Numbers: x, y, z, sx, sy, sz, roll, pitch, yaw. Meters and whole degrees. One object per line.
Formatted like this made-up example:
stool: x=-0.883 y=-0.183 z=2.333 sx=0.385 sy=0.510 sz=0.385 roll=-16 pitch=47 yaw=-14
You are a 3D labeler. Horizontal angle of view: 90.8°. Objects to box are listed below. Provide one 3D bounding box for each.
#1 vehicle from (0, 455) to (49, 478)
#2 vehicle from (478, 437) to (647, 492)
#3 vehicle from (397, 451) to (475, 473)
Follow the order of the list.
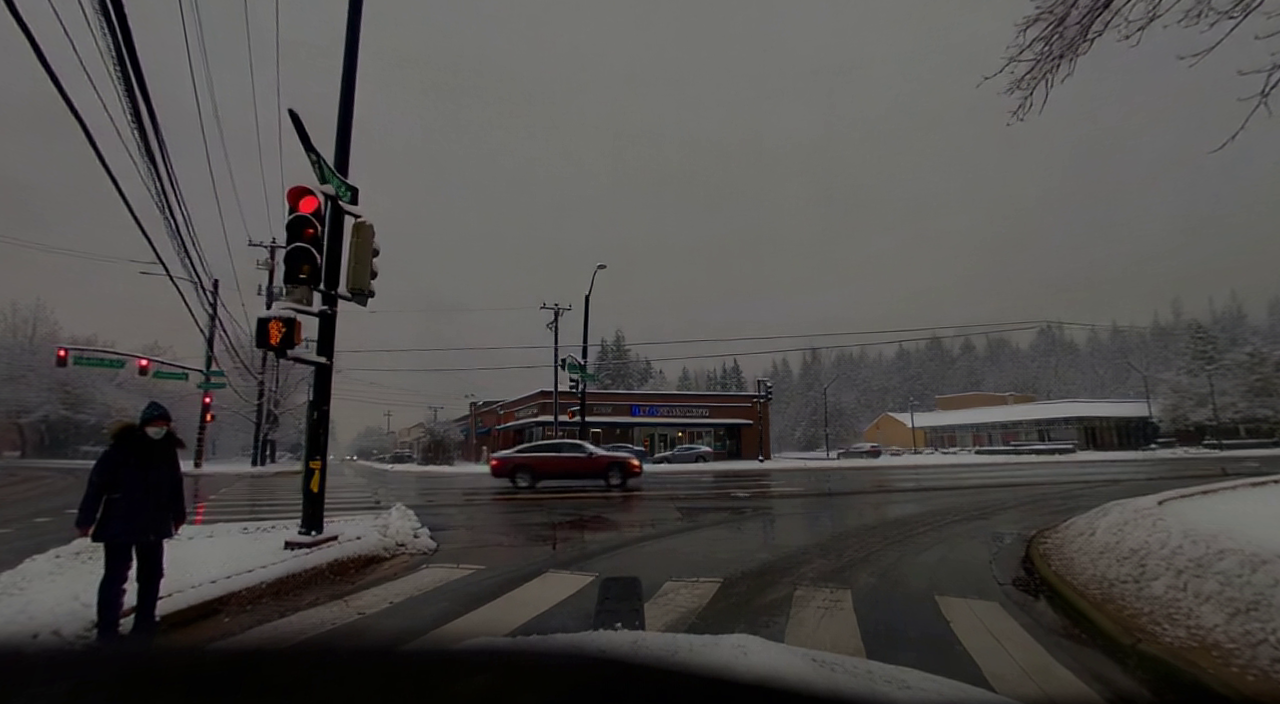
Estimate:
vehicle: x=-44.671 y=8.132 z=45.208 sx=2.058 sy=1.487 sz=4.660 roll=4 pitch=-9 yaw=-26
vehicle: x=-2.254 y=3.303 z=18.795 sx=4.700 sy=1.479 sz=2.095 roll=1 pitch=-8 yaw=-7
vehicle: x=-13.905 y=7.476 z=43.120 sx=4.837 sy=1.407 sz=1.818 roll=4 pitch=-9 yaw=-26
